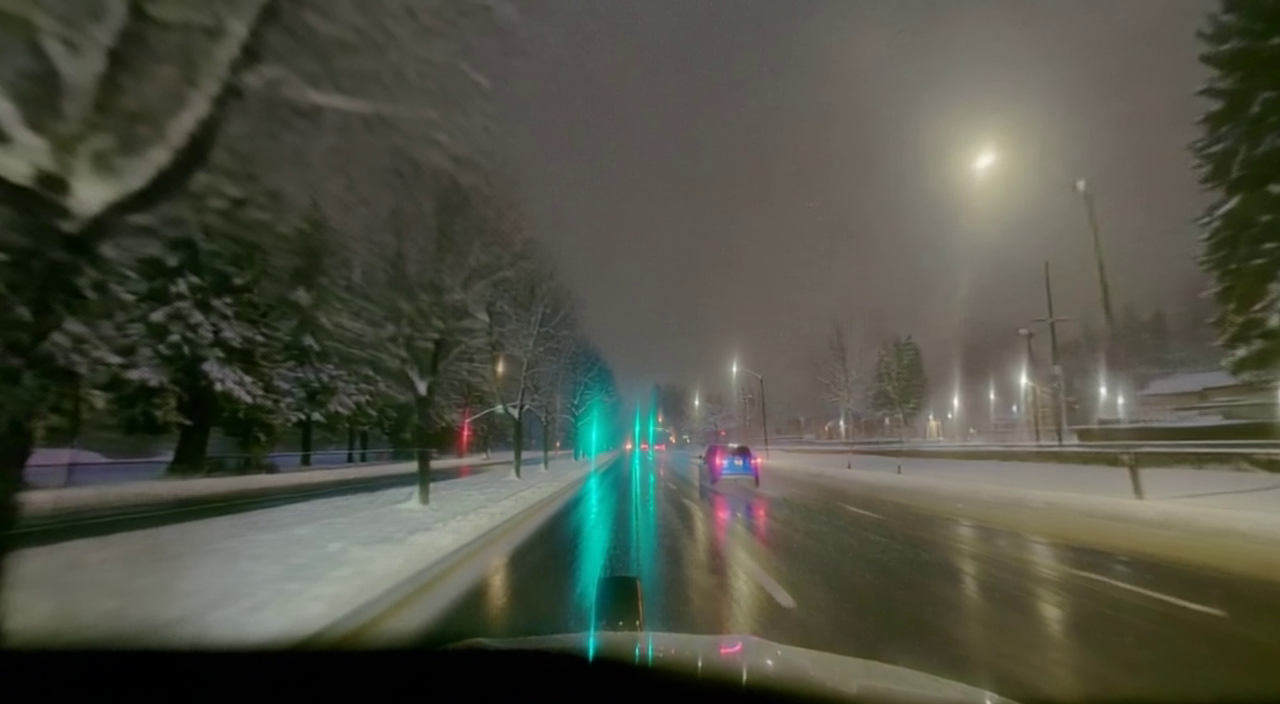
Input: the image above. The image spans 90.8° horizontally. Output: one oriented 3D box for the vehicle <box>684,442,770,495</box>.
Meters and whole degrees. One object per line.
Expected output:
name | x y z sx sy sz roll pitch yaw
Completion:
vehicle | 2.641 3.651 20.212 2.056 1.483 4.091 0 -8 -1
